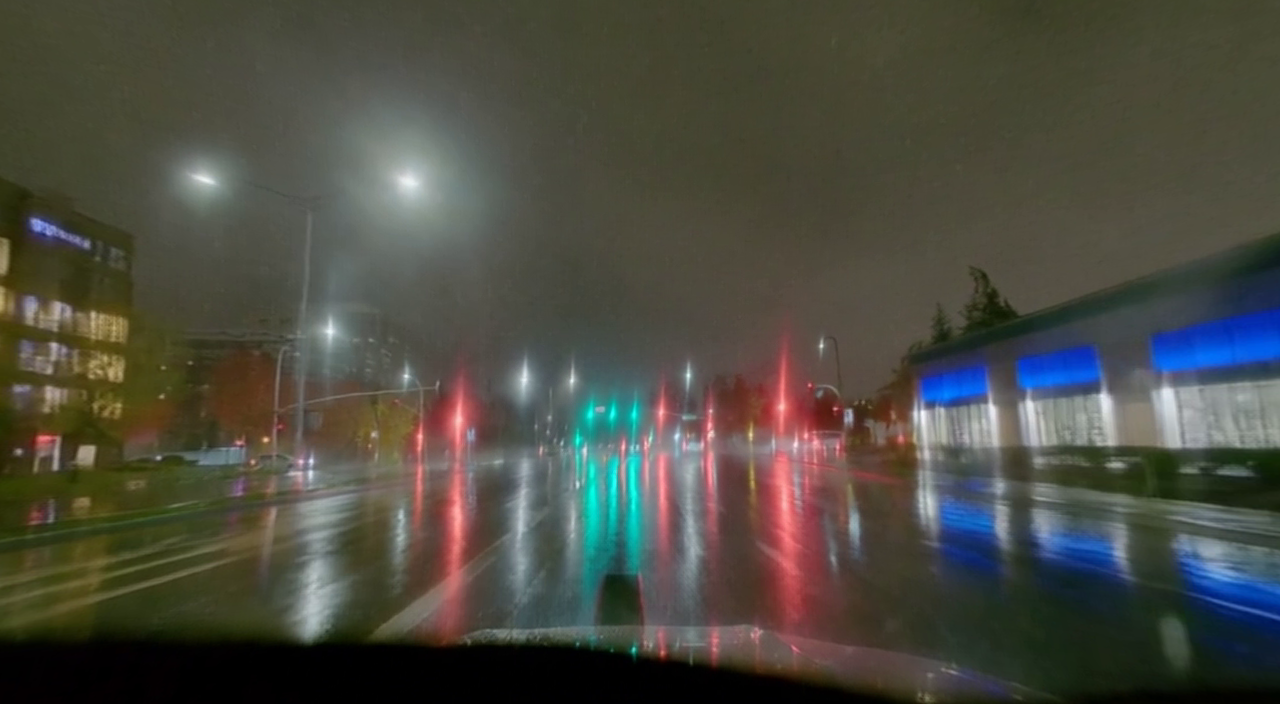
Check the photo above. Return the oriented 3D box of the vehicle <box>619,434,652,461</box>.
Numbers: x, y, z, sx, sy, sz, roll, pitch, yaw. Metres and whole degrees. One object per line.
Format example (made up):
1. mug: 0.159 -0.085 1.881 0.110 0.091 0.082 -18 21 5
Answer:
1. vehicle: -0.296 6.898 45.731 2.313 1.860 4.319 0 -8 0

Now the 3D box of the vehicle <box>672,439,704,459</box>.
1. vehicle: 3.636 7.472 48.606 2.080 1.472 4.401 0 -8 0
